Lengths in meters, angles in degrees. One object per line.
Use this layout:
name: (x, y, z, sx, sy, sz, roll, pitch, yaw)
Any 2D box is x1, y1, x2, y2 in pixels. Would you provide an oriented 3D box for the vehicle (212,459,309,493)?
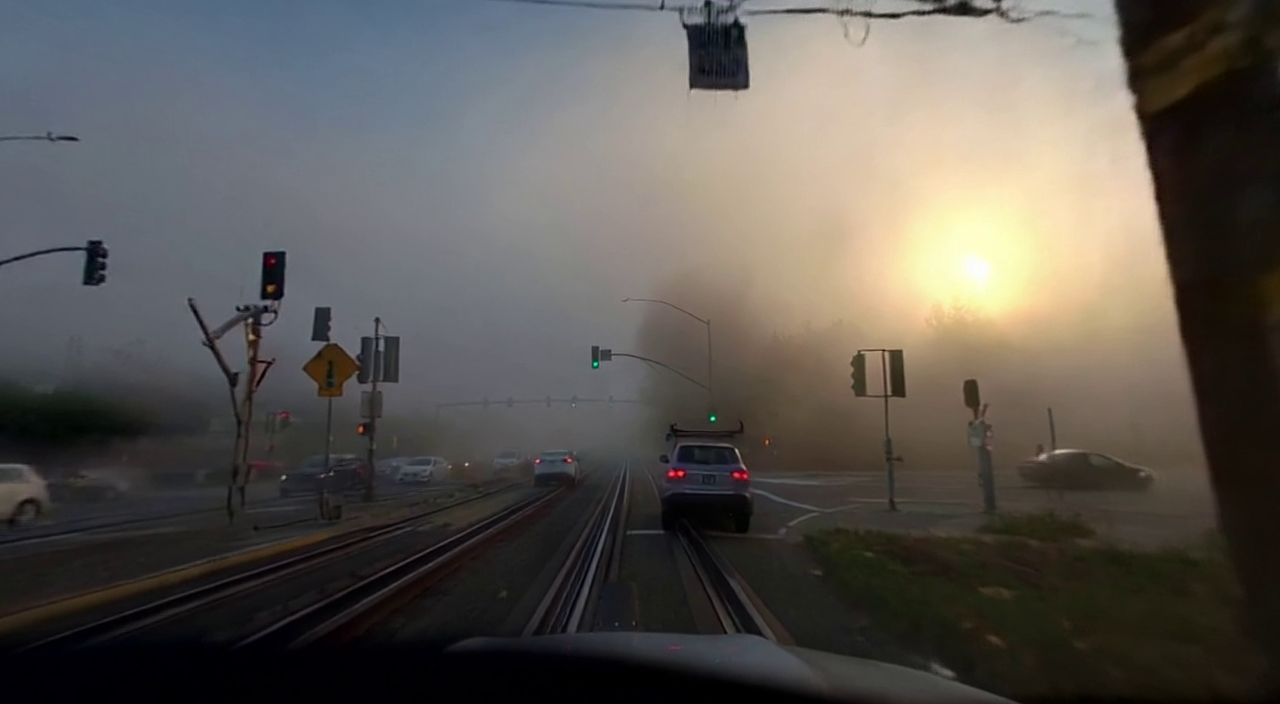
vehicle: (-17.052, 5.574, 28.654, 1.880, 1.377, 4.201, 0, -9, -2)

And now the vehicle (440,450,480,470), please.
vehicle: (-13.818, 8.321, 48.789, 1.864, 1.456, 4.409, 0, -9, 0)

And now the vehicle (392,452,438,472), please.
vehicle: (-17.498, 8.548, 49.365, 1.908, 1.482, 4.621, 0, -9, -1)

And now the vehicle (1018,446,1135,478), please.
vehicle: (21.866, 5.516, 31.764, 4.412, 1.494, 2.136, 1, -9, -8)

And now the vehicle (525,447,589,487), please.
vehicle: (-3.315, 4.694, 26.131, 2.004, 1.482, 4.799, 0, -9, 0)

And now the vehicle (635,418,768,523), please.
vehicle: (1.643, 2.651, 14.615, 2.404, 1.926, 5.251, -2, -9, 12)

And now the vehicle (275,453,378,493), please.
vehicle: (-13.122, 5.068, 26.818, 2.027, 1.482, 4.711, 0, -9, -1)
